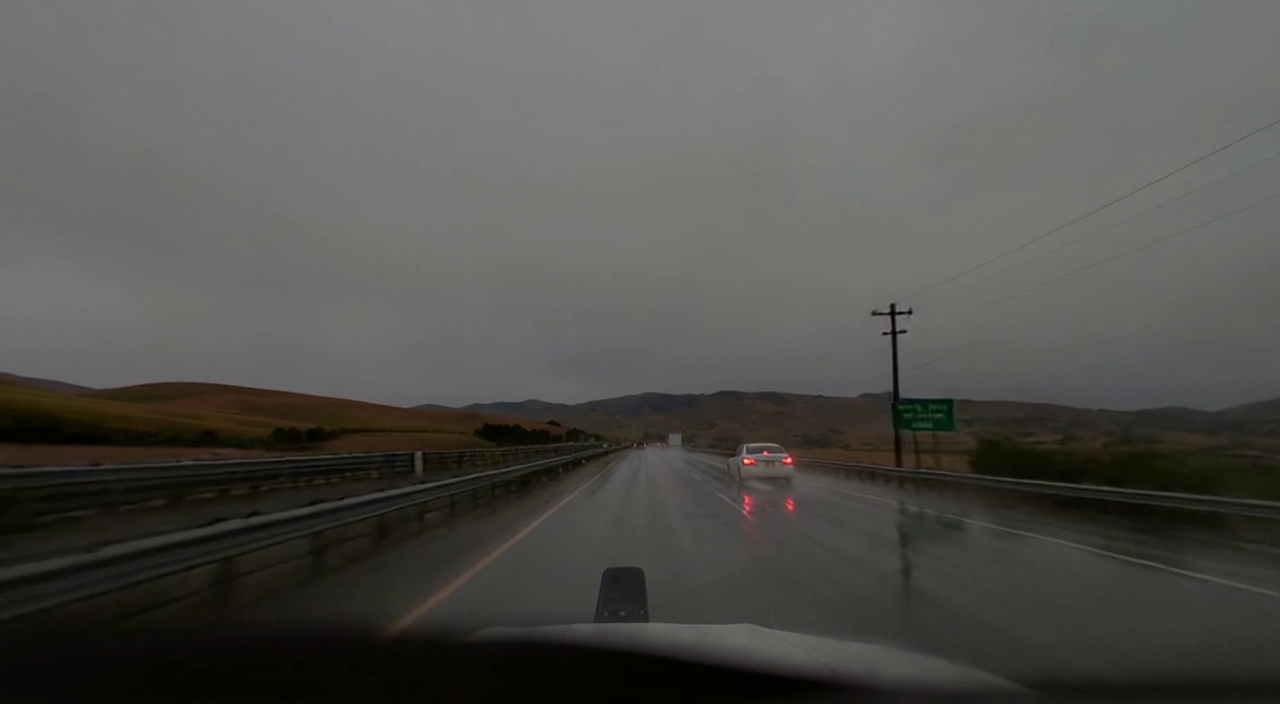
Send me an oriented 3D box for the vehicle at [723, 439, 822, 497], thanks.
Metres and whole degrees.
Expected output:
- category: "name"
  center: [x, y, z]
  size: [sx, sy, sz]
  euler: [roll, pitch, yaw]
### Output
- category: "vehicle"
  center: [3.826, 3.417, 19.137]
  size: [1.960, 1.516, 4.657]
  euler: [0, -8, 0]
